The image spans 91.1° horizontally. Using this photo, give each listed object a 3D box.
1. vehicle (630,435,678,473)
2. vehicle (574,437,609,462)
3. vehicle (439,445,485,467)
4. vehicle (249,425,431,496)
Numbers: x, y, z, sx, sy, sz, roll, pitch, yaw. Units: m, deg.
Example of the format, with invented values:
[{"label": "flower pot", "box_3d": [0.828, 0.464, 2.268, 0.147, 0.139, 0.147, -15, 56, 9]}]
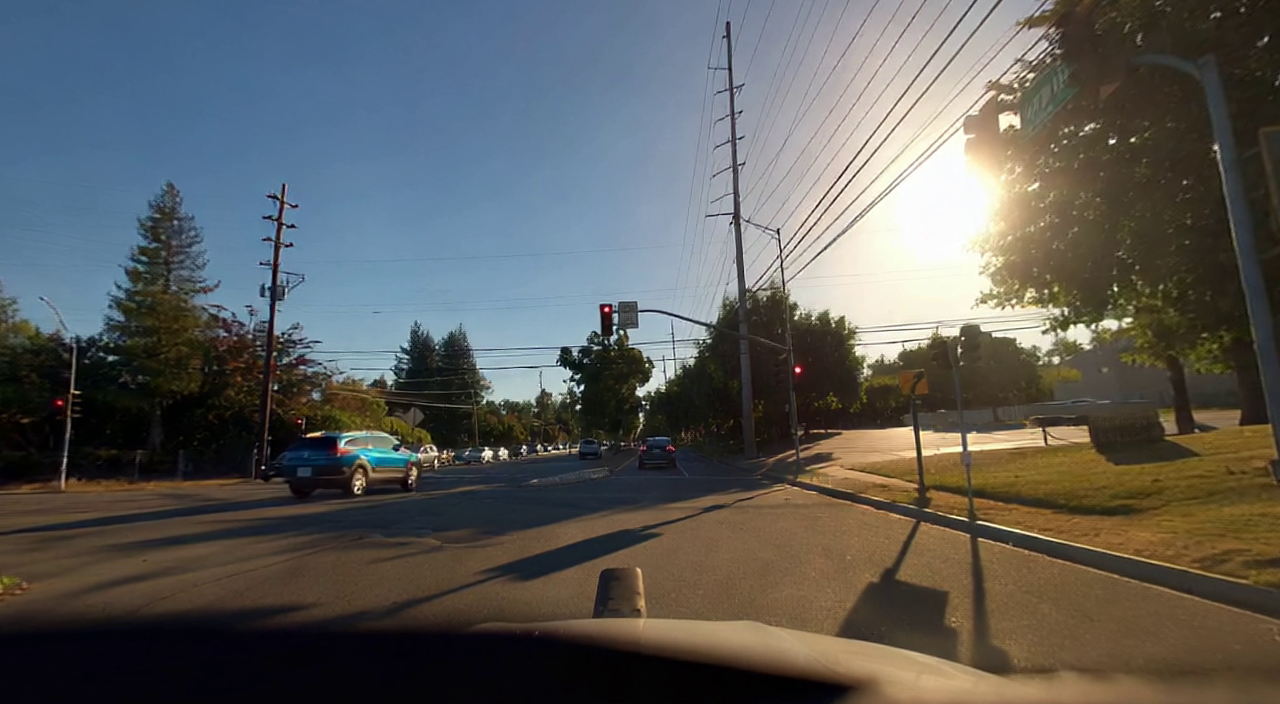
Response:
[{"label": "vehicle", "box_3d": [0.763, 4.989, 30.905, 2.010, 1.681, 4.682, -1, -9, 5]}, {"label": "vehicle", "box_3d": [-3.680, 7.526, 48.539, 2.046, 1.763, 4.574, -1, -8, 4]}, {"label": "vehicle", "box_3d": [-12.635, 7.420, 44.900, 1.841, 1.477, 4.485, -1, -8, 2]}, {"label": "vehicle", "box_3d": [-9.430, 3.411, 20.137, 2.175, 1.957, 4.686, -7, -11, 37]}]
